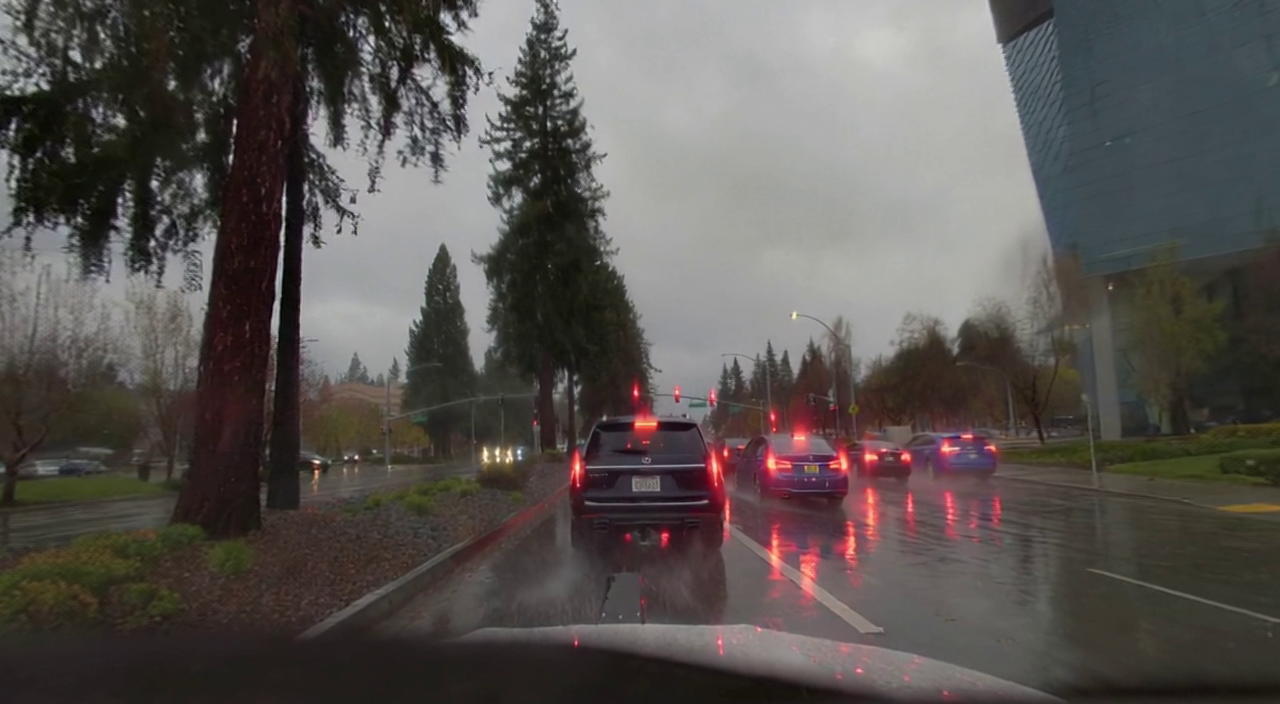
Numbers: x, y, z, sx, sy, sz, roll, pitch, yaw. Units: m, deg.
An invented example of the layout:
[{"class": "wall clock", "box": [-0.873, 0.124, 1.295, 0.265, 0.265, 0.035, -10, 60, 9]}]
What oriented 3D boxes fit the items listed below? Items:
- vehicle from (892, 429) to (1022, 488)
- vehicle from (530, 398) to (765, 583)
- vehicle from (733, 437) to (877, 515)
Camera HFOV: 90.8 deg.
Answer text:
[{"class": "vehicle", "box": [10.861, 3.694, 22.123, 2.123, 1.812, 4.553, 0, -9, -1]}, {"class": "vehicle", "box": [0.061, 1.653, 8.254, 2.266, 1.762, 4.131, 0, -9, 0]}, {"class": "vehicle", "box": [3.491, 2.713, 14.358, 1.997, 1.471, 4.321, 0, -9, -2]}]
